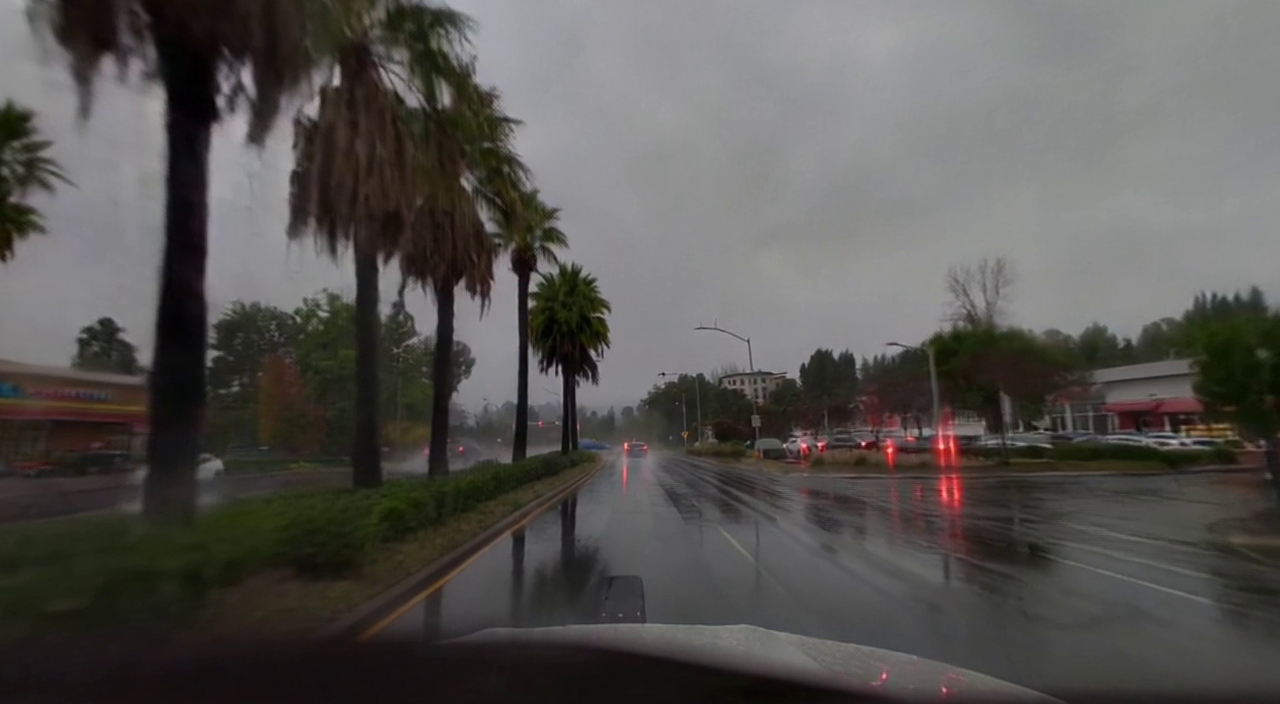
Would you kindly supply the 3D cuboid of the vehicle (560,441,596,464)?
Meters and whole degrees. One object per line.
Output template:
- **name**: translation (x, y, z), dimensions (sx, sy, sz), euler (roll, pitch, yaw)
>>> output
- **vehicle**: translation (-4.185, 6.902, 43.356), dimensions (2.181, 1.483, 4.123), euler (0, -9, -2)

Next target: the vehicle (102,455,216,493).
- **vehicle**: translation (-21.766, 5.499, 28.814), dimensions (1.852, 1.526, 4.262), euler (0, -9, -1)

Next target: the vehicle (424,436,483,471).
- **vehicle**: translation (-10.105, 5.547, 34.553), dimensions (2.022, 1.746, 4.406), euler (0, -9, -2)
